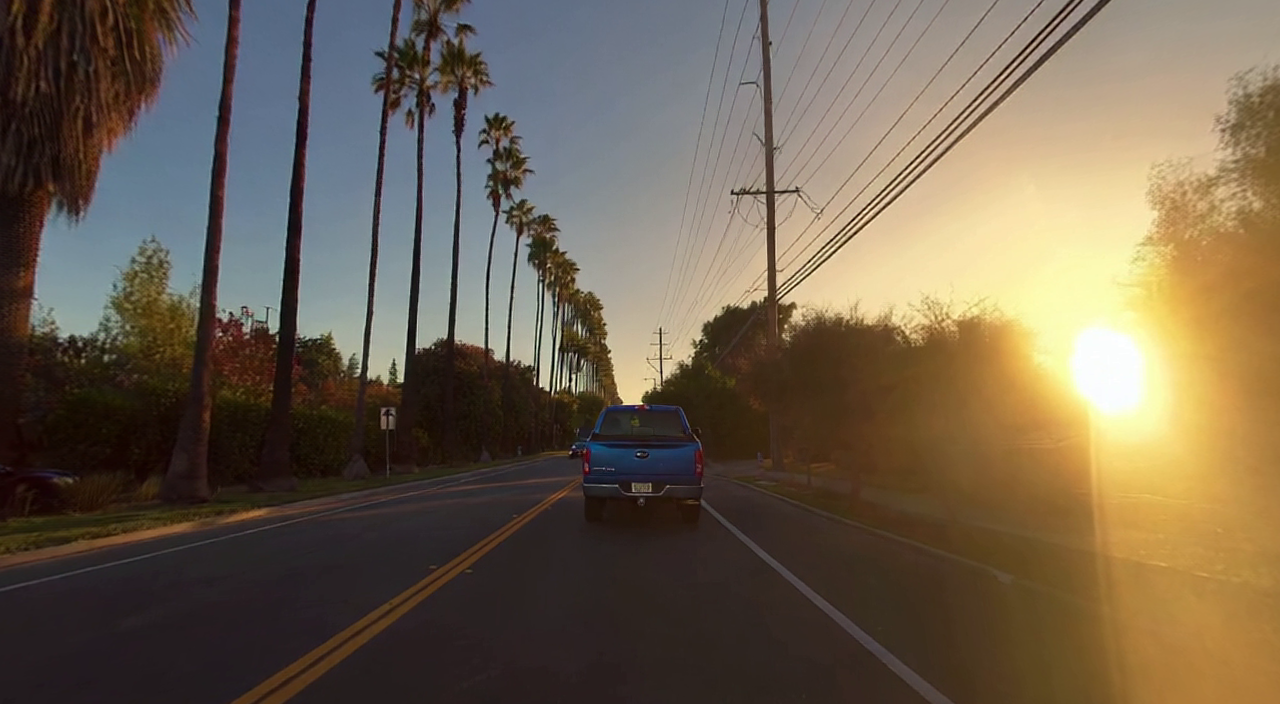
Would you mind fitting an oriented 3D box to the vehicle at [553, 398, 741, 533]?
[{"bbox_3d":[0.078,2.144,12.453,2.803,2.005,5.885,0,-8,-1],"label":"vehicle"}]
